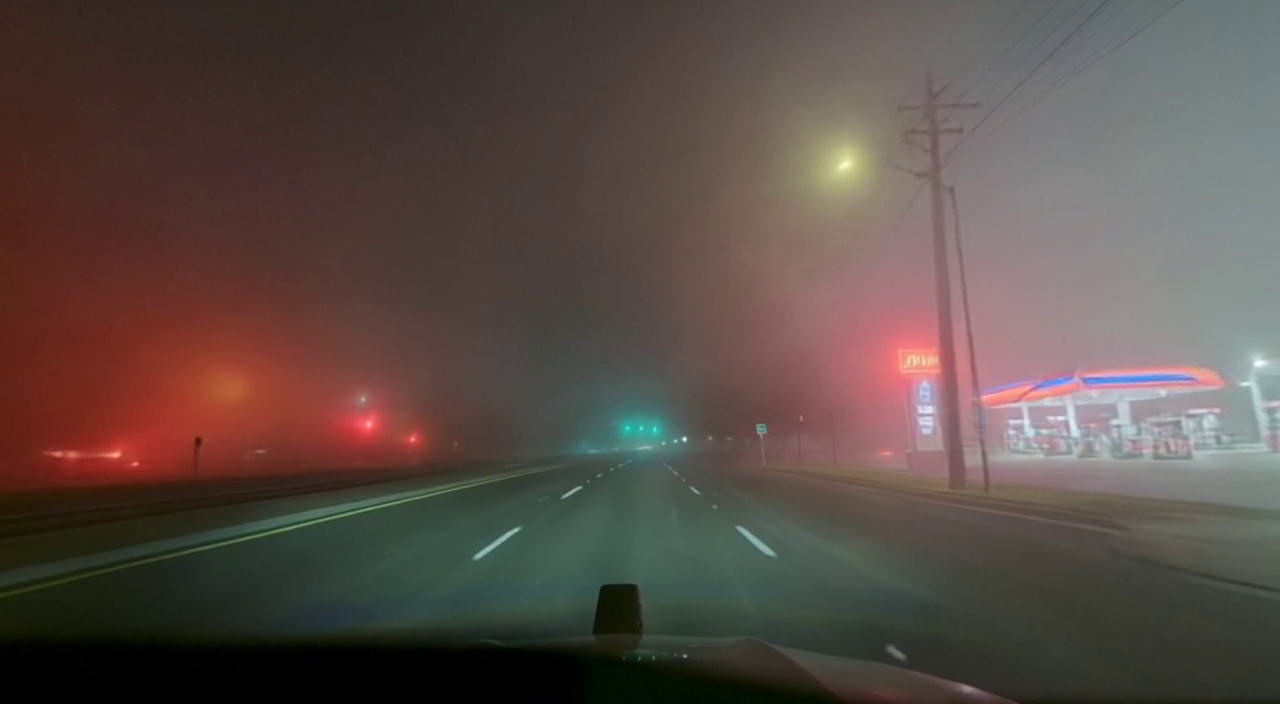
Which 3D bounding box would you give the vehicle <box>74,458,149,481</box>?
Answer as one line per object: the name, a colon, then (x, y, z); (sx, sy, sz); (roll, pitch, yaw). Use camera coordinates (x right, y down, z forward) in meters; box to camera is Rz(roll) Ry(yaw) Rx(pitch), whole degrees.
vehicle: (-40.013, 8.871, 47.831); (4.266, 1.505, 1.835); (-2, -7, 6)
